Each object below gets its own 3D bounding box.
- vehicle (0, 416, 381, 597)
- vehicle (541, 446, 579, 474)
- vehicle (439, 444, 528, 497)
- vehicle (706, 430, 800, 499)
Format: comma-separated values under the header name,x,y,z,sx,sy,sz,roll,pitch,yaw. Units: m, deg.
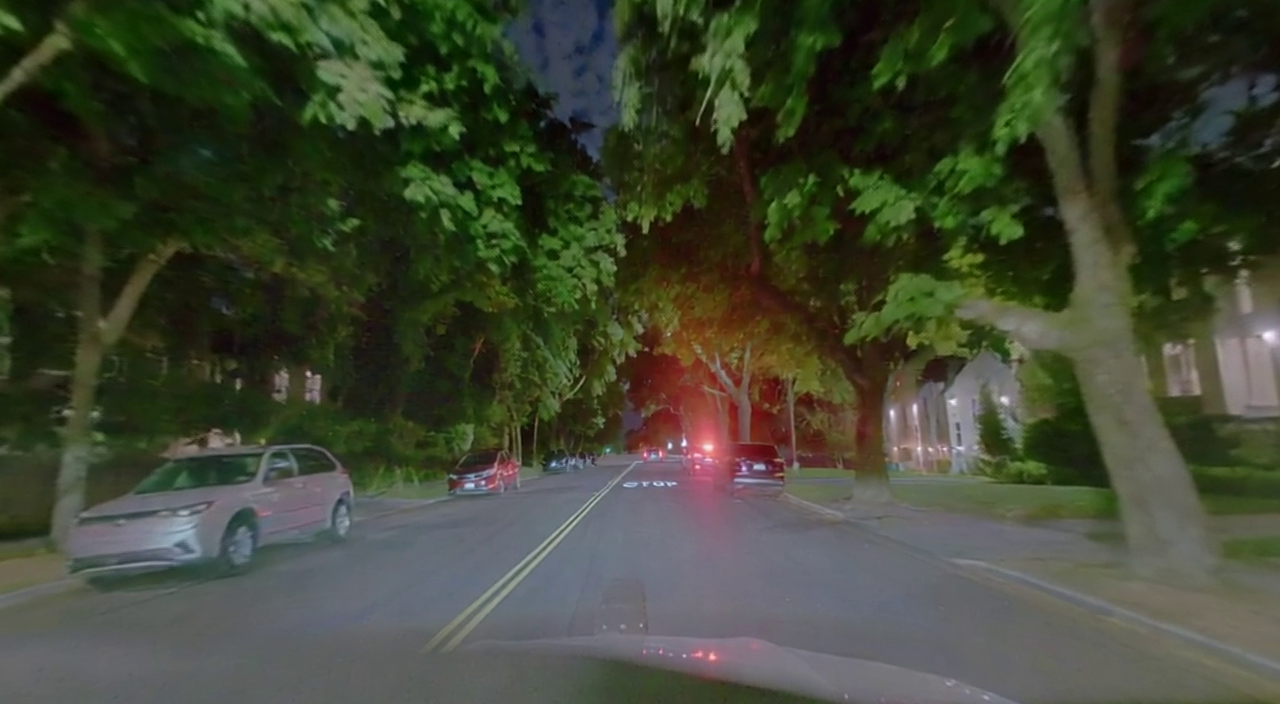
name,x,y,z,sx,sy,sz,roll,pitch,yaw
vehicle,-5.762,1.965,8.947,2.165,1.758,4.701,-3,-9,1
vehicle,-4.934,6.713,39.514,1.955,1.659,4.324,0,-8,-2
vehicle,-5.469,4.173,22.739,2.007,1.709,4.502,0,-8,1
vehicle,3.280,3.381,19.394,2.117,1.807,4.964,0,-8,2
